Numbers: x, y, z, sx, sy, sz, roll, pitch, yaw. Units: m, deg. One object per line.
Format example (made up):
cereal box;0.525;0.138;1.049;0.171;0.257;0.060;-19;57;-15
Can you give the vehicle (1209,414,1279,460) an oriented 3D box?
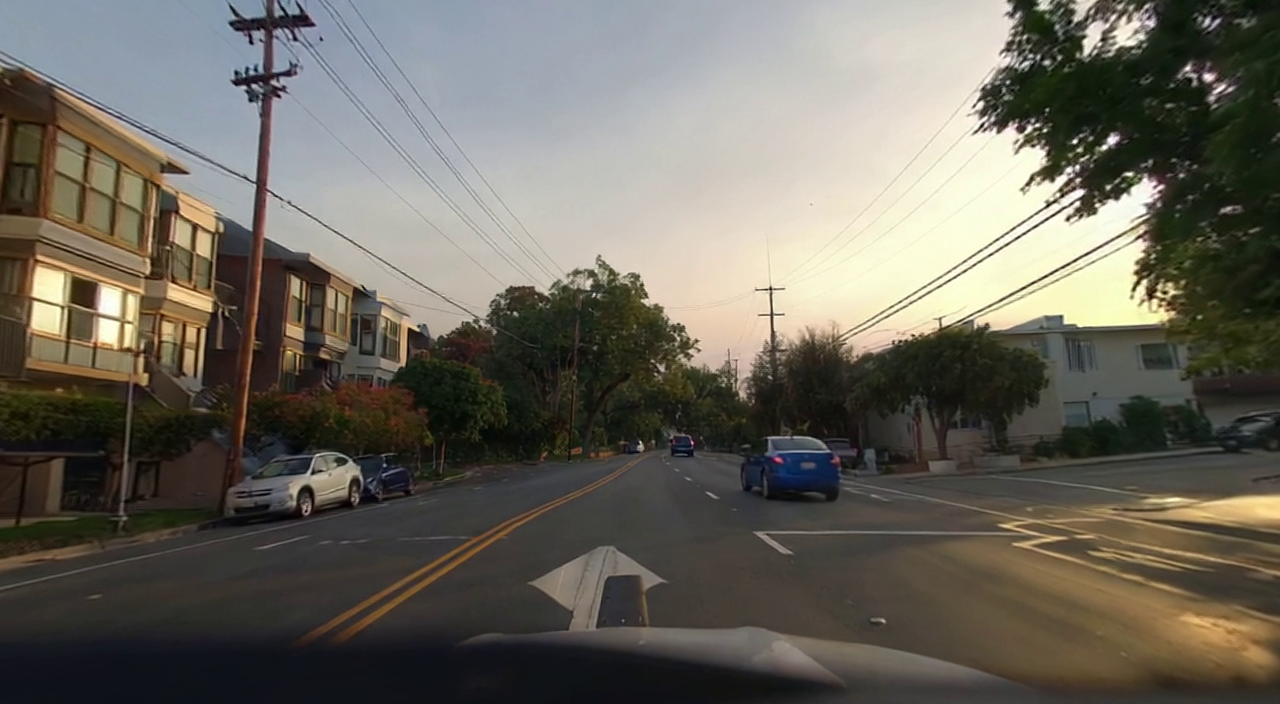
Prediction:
vehicle;25.322;3.380;24.924;1.944;1.723;4.441;-2;-9;13

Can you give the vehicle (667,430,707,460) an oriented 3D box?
vehicle;2.931;5.972;40.230;2.046;1.784;4.687;0;-8;-2

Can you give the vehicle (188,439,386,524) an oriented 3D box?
vehicle;-8.638;3.167;16.042;2.381;1.825;4.652;0;-8;-1

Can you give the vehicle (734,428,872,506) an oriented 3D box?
vehicle;3.640;2.661;14.952;2.028;1.552;4.370;0;-8;-1
